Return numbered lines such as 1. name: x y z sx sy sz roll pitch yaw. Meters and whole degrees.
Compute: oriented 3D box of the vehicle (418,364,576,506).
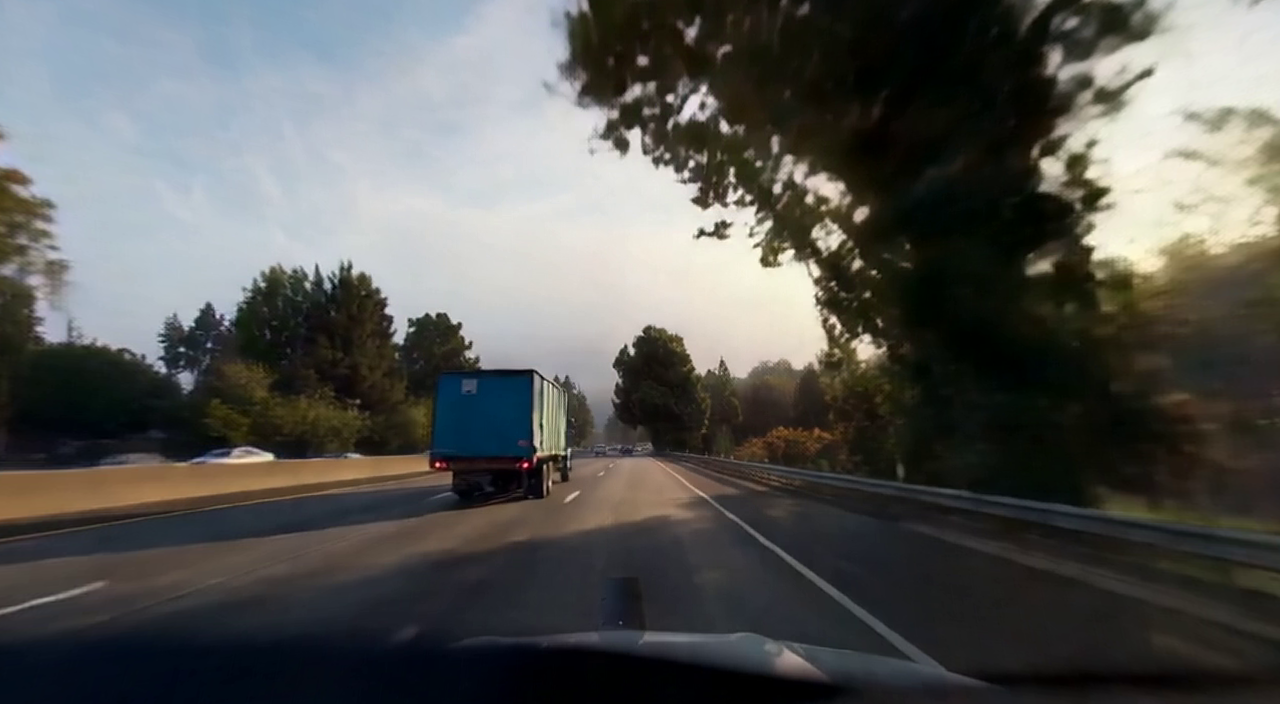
1. vehicle: -3.747 2.532 18.955 2.874 3.309 8.208 0 -8 -1
